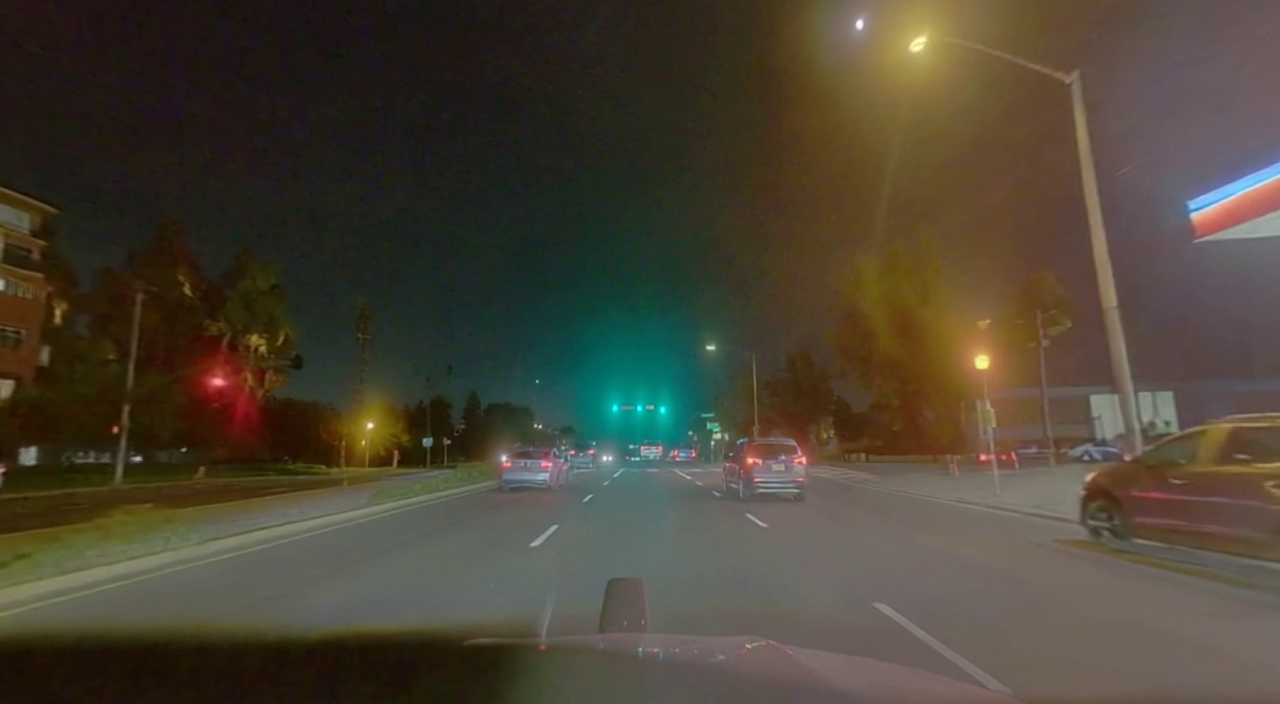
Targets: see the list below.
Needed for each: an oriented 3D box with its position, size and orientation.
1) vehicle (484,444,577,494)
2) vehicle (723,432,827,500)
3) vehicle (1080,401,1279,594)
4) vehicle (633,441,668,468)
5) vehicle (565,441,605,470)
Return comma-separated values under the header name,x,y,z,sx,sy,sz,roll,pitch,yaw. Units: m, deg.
name,x,y,z,sx,sy,sz,roll,pitch,yaw
vehicle,-3.276,3.590,19.811,2.013,1.354,4.393,0,-8,2
vehicle,3.745,3.250,18.426,1.980,1.709,4.813,0,-8,0
vehicle,7.078,1.371,5.831,2.189,1.783,5.122,1,-8,-2
vehicle,0.676,6.716,41.654,2.192,1.674,4.124,0,-8,0
vehicle,-3.291,6.279,38.496,1.988,1.645,3.995,0,-8,1
